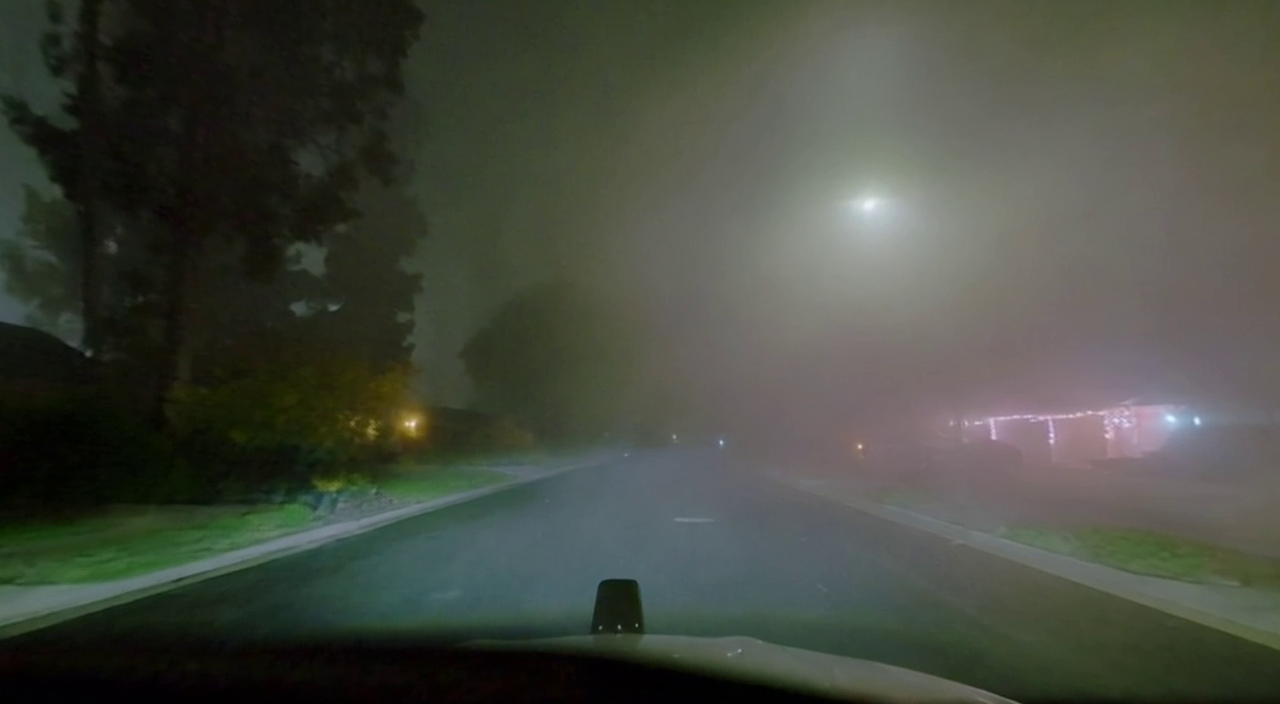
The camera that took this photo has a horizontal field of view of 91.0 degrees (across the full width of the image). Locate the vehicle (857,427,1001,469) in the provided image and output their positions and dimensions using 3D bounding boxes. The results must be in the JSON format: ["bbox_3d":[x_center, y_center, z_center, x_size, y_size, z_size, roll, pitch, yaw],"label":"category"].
[{"bbox_3d":[13.421,4.504,29.521,5.637,1.890,2.171,-1,-9,3],"label":"vehicle"}]

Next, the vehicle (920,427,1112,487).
[{"bbox_3d":[11.670,3.295,19.839,4.710,1.512,1.894,-4,-9,2],"label":"vehicle"}]
